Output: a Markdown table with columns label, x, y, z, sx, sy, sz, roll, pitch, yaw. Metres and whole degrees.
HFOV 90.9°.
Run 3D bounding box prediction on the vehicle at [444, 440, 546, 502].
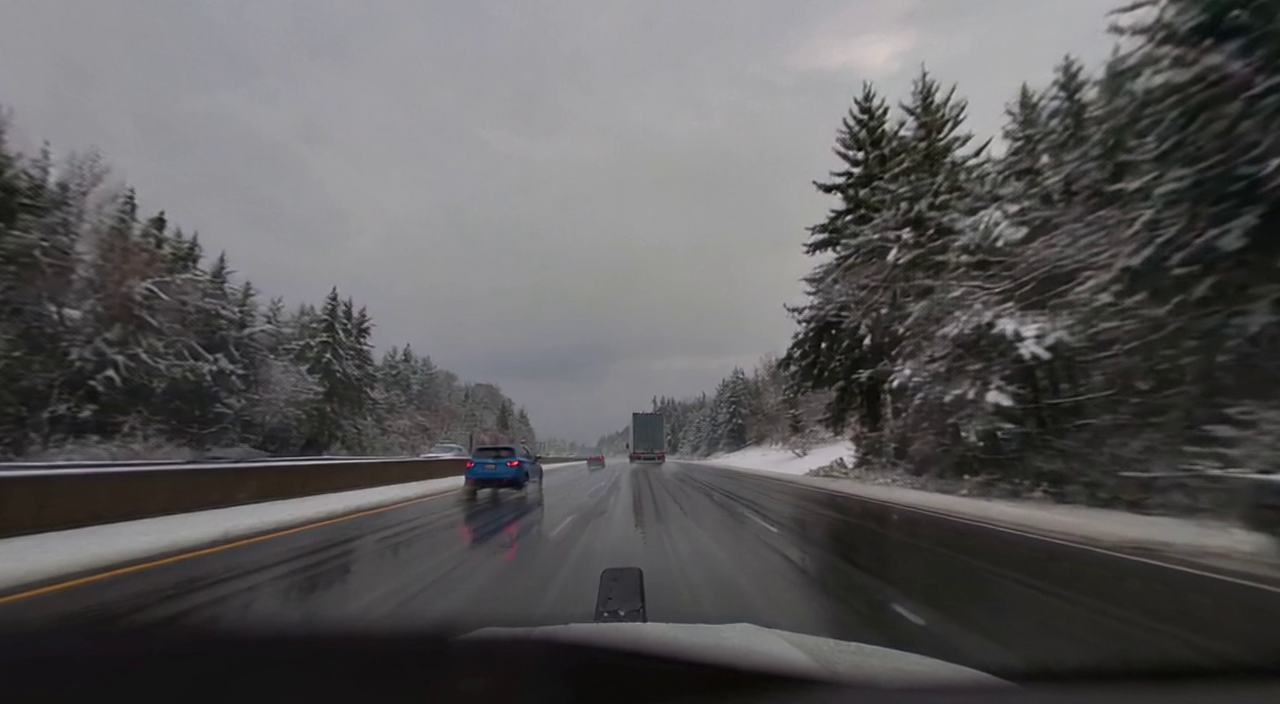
| label | x | y | z | sx | sy | sz | roll | pitch | yaw |
| --- | --- | --- | --- | --- | --- | --- | --- | --- | --- |
| vehicle | -4.080 | 3.397 | 18.404 | 1.977 | 1.602 | 3.944 | 0 | -9 | 1 |

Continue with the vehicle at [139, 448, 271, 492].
| label | x | y | z | sx | sy | sz | roll | pitch | yaw |
| --- | --- | --- | --- | --- | --- | --- | --- | --- | --- |
| vehicle | -16.171 | 4.361 | 23.733 | 1.898 | 1.482 | 4.196 | 0 | -9 | 1 |

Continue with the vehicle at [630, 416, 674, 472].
| label | x | y | z | sx | sy | sz | roll | pitch | yaw |
| --- | --- | --- | --- | --- | --- | --- | --- | --- | --- |
| vehicle | 0.755 | 6.675 | 45.684 | 2.893 | 3.628 | 9.081 | 0 | -9 | 0 |
